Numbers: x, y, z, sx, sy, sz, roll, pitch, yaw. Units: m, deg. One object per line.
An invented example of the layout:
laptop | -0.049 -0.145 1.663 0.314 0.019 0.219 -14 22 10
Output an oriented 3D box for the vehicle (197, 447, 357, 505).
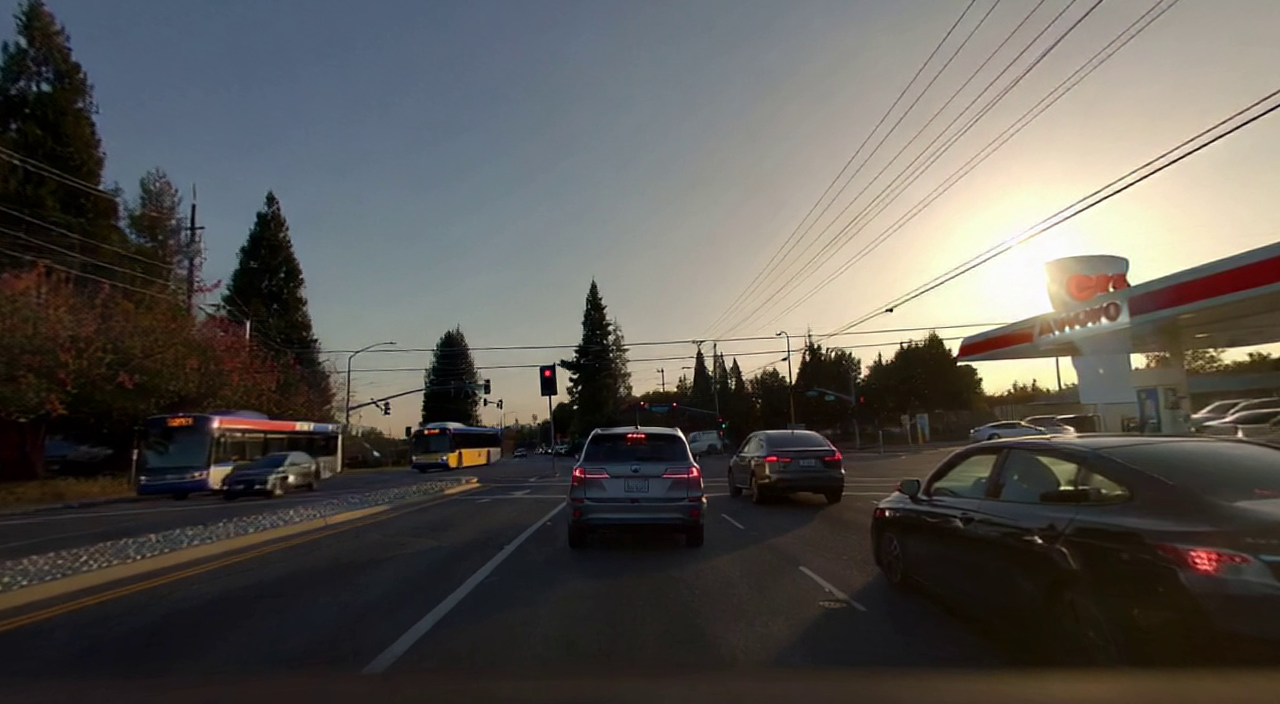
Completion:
vehicle | -10.413 3.555 18.648 1.976 1.483 4.630 0 -9 0

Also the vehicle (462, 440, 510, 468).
vehicle | -10.600 7.053 43.797 2.163 1.812 4.686 0 -9 -1

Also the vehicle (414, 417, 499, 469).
vehicle | -13.915 7.169 49.381 3.031 3.513 12.586 0 -9 -1

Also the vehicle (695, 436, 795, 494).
vehicle | 2.895 3.237 18.512 2.040 1.481 4.407 0 -9 -2

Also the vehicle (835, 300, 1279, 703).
vehicle | 3.085 1.015 4.359 2.049 1.813 4.245 0 -9 -1

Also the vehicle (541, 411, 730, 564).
vehicle | -0.106 1.801 9.109 2.087 1.677 4.053 0 -9 -2

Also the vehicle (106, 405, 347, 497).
vehicle | -18.764 4.732 30.552 3.010 3.475 12.655 0 -9 1
